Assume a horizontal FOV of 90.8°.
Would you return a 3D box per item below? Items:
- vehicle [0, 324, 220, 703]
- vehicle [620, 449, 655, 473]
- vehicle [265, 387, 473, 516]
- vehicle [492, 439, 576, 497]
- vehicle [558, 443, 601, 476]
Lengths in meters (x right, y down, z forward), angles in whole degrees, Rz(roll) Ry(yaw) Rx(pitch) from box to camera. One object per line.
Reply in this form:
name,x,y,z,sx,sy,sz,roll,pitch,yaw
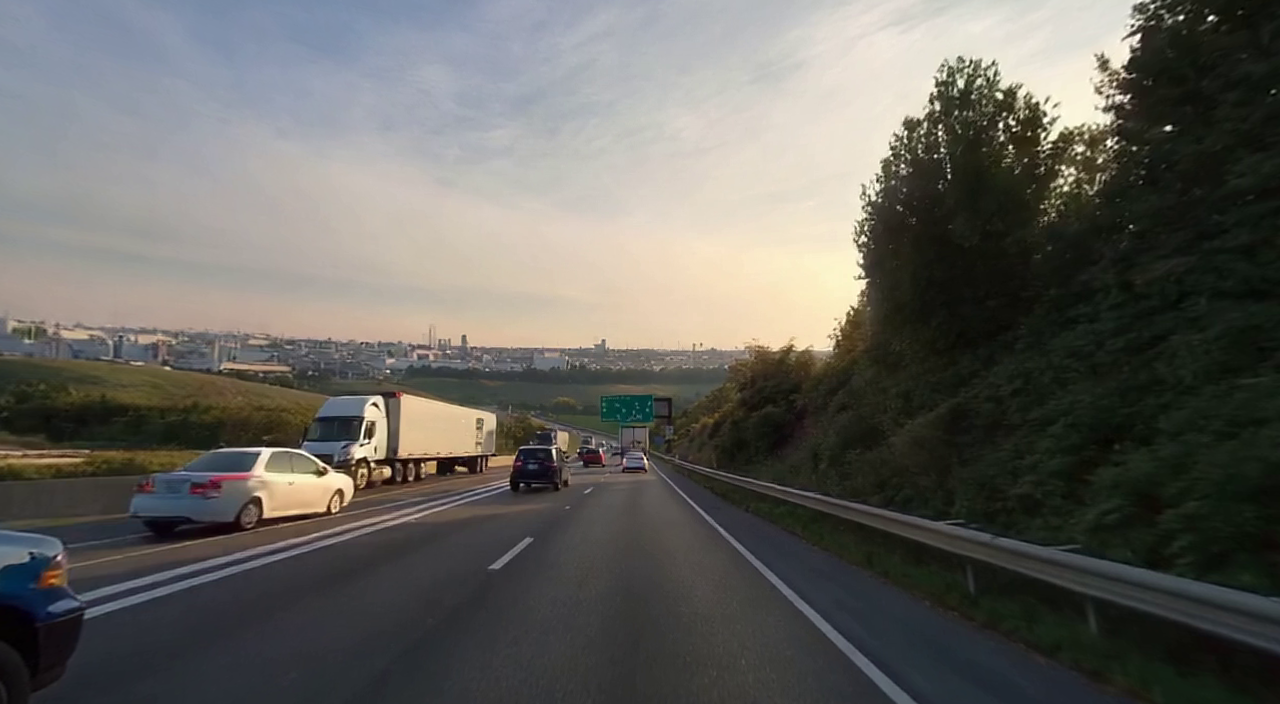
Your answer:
vehicle,-3.127,0.563,0.727,2.117,1.688,4.582,0,-9,0
vehicle,-0.192,6.761,39.207,2.095,1.393,3.908,0,-9,-1
vehicle,-6.519,2.557,16.429,2.655,2.692,6.168,0,-9,0
vehicle,-3.188,3.572,19.837,1.937,1.600,4.141,0,-9,0
vehicle,-3.234,5.832,34.324,1.994,1.663,4.047,0,-9,-1
